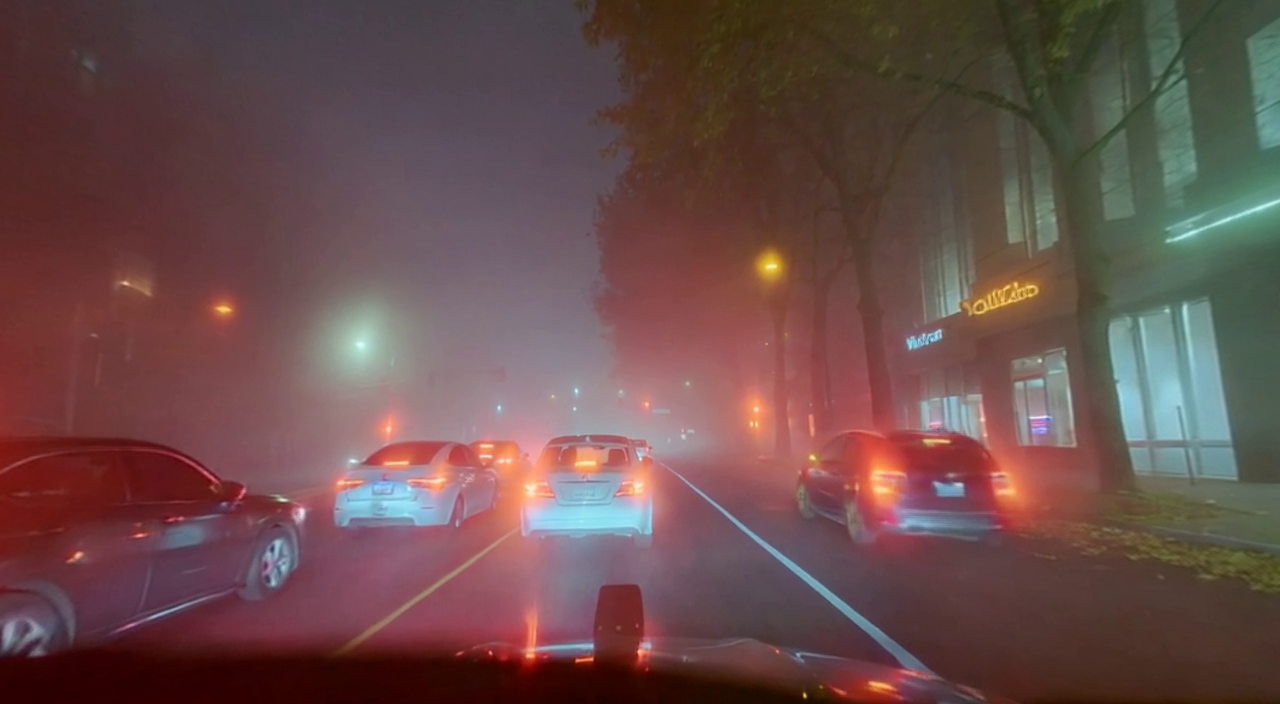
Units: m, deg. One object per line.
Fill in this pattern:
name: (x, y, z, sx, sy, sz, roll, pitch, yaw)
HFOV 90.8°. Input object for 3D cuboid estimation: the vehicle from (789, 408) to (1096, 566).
vehicle: (3.731, 1.757, 8.920, 2.097, 1.651, 4.300, 0, -9, -1)

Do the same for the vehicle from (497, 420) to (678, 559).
vehicle: (-0.615, 1.855, 9.174, 2.042, 1.555, 3.912, 0, -9, -1)

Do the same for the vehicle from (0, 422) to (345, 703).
vehicle: (-4.127, 1.271, 4.343, 2.020, 1.457, 4.496, 0, -9, 0)

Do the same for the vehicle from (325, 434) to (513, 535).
vehicle: (-3.730, 2.300, 11.570, 1.950, 1.487, 4.130, 0, -9, 0)
